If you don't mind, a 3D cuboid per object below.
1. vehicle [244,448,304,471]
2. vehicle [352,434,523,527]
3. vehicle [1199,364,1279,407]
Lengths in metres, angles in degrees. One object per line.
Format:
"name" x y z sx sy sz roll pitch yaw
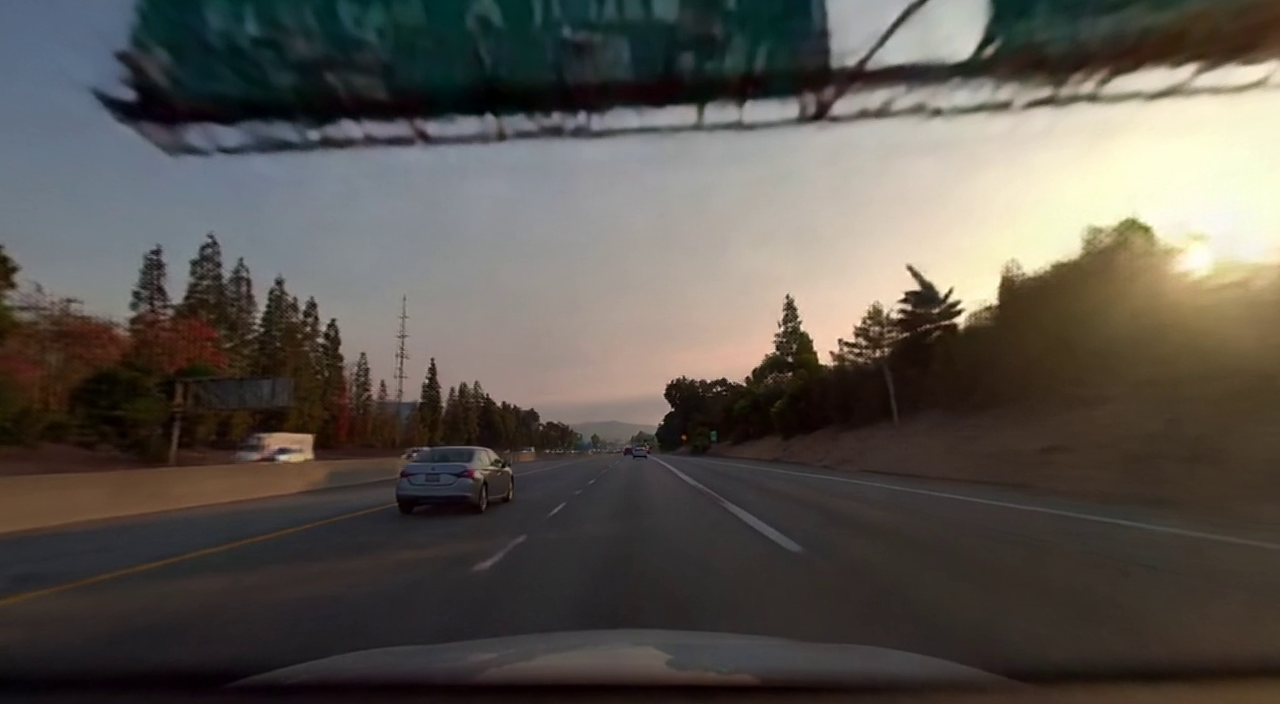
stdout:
"vehicle" -28.447 8.346 49.268 1.895 1.645 4.647 0 -8 0
"vehicle" -3.819 2.490 12.853 2.050 1.547 4.266 0 -8 0
"vehicle" 31.389 1.717 31.817 2.014 1.774 4.550 1 -9 -5
